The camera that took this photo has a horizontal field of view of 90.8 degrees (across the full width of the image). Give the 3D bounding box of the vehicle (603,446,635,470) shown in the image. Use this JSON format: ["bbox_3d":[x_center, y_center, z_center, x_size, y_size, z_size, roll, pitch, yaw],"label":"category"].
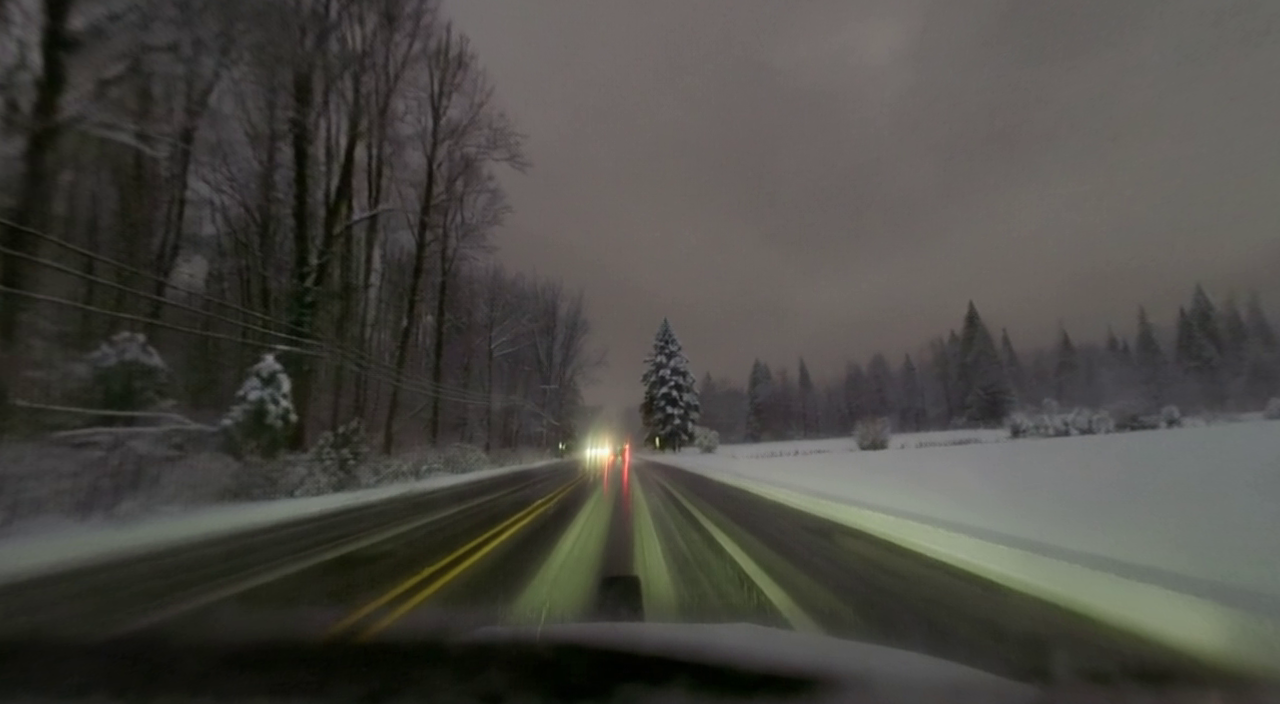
[{"bbox_3d":[-1.387,6.991,41.752,2.042,1.489,3.963,0,-9,-2],"label":"vehicle"}]
